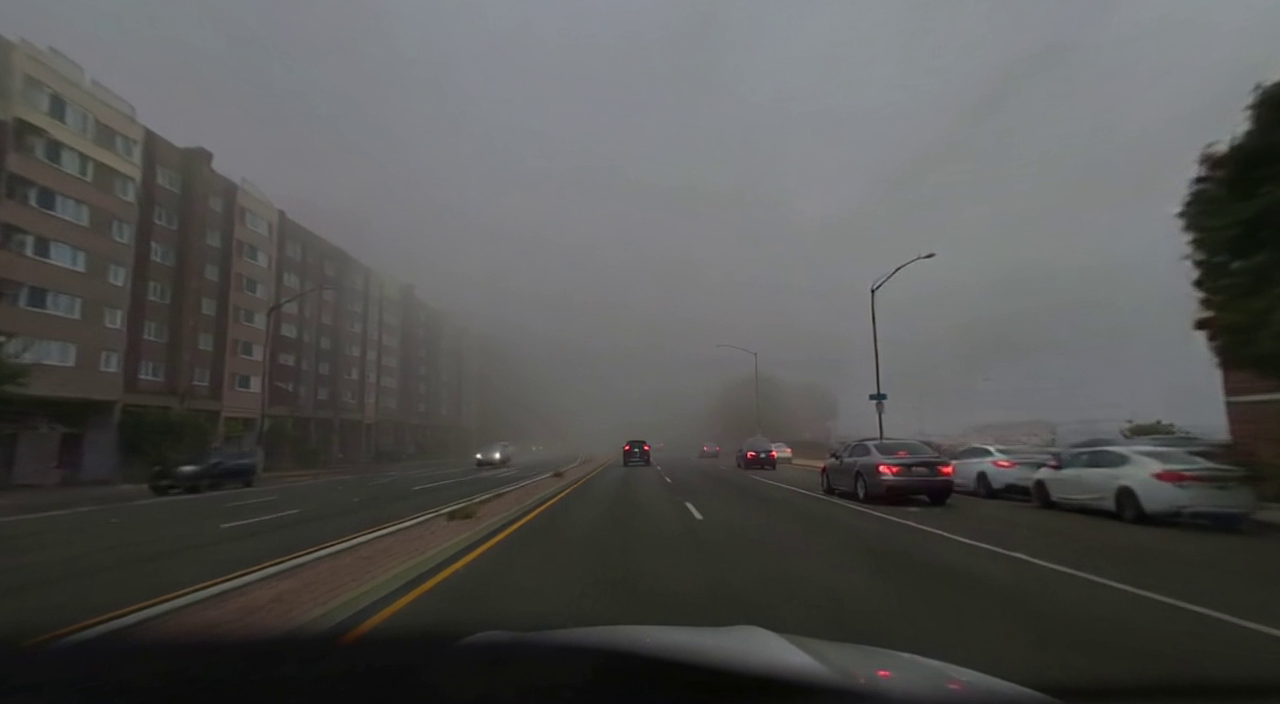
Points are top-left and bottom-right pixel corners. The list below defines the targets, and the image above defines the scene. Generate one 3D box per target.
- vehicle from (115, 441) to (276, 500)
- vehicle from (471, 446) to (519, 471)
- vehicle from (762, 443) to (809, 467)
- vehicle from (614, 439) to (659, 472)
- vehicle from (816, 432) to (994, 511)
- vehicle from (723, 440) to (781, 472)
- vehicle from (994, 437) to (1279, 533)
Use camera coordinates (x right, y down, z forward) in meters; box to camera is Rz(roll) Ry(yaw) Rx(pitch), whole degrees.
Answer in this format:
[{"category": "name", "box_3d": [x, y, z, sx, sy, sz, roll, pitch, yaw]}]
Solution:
[{"category": "vehicle", "box_3d": [-15.147, 4.029, 21.895, 2.096, 1.796, 4.825, 0, -8, -1]}, {"category": "vehicle", "box_3d": [-8.605, 6.347, 37.680, 1.869, 1.419, 4.183, 0, -8, 0]}, {"category": "vehicle", "box_3d": [9.938, 7.066, 43.300, 2.089, 1.508, 4.323, 0, -9, -2]}, {"category": "vehicle", "box_3d": [-0.173, 5.172, 31.695, 2.106, 1.553, 3.964, 0, -8, 0]}, {"category": "vehicle", "box_3d": [6.043, 2.778, 15.198, 2.121, 1.557, 4.898, 0, -8, -1]}, {"category": "vehicle", "box_3d": [5.758, 5.369, 32.789, 2.154, 1.554, 4.149, 0, -8, -2]}, {"category": "vehicle", "box_3d": [9.835, 2.552, 12.831, 2.181, 1.546, 4.845, 0, -9, -3]}]
